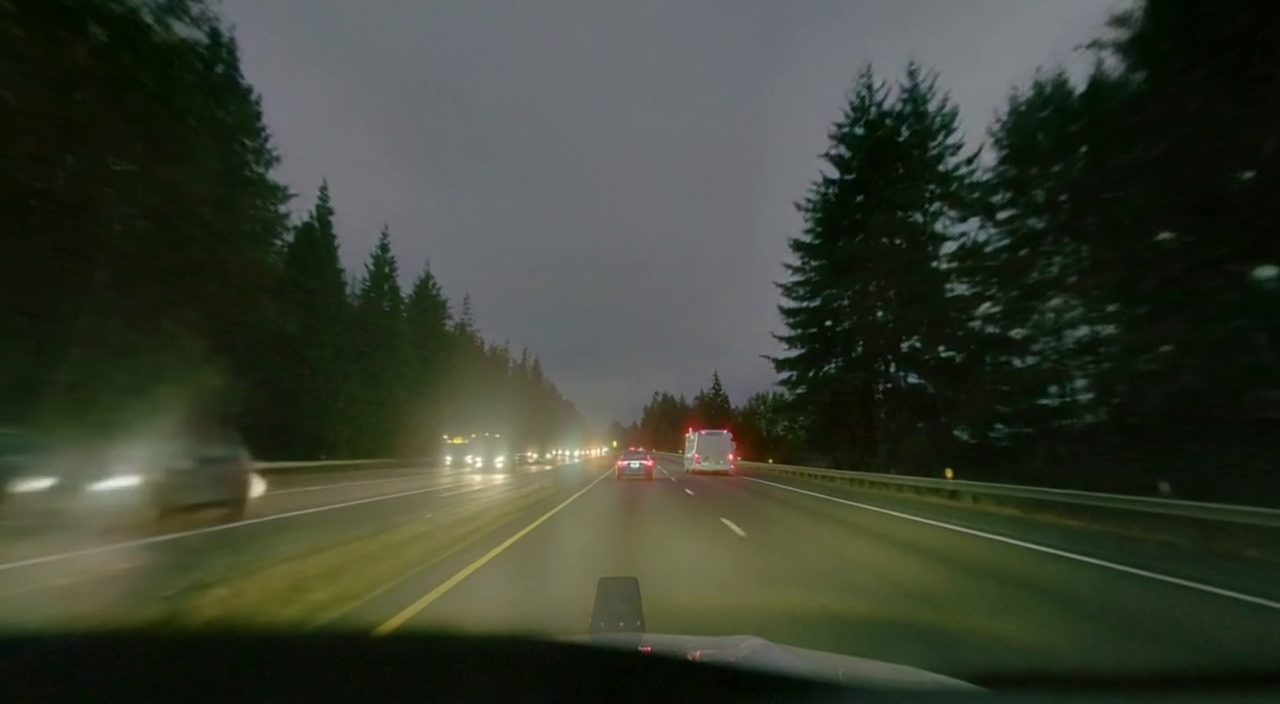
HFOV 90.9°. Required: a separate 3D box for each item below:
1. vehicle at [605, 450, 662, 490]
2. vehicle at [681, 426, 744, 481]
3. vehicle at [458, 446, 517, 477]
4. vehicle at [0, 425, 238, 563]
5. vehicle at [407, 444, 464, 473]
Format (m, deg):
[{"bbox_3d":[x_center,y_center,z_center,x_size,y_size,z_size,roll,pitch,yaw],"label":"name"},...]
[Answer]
[{"bbox_3d":[-0.250,4.583,24.752,2.037,1.417,3.885,0,-9,0],"label":"vehicle"},{"bbox_3d":[3.721,5.390,33.649,2.513,2.633,5.930,0,-9,-2],"label":"vehicle"},{"bbox_3d":[-7.594,5.485,31.736,1.911,1.461,3.984,0,-9,1],"label":"vehicle"},{"bbox_3d":[-7.760,1.780,8.406,1.952,1.449,4.276,0,-9,0],"label":"vehicle"},{"bbox_3d":[-12.445,6.494,38.661,2.121,1.659,4.292,0,-9,0],"label":"vehicle"}]
